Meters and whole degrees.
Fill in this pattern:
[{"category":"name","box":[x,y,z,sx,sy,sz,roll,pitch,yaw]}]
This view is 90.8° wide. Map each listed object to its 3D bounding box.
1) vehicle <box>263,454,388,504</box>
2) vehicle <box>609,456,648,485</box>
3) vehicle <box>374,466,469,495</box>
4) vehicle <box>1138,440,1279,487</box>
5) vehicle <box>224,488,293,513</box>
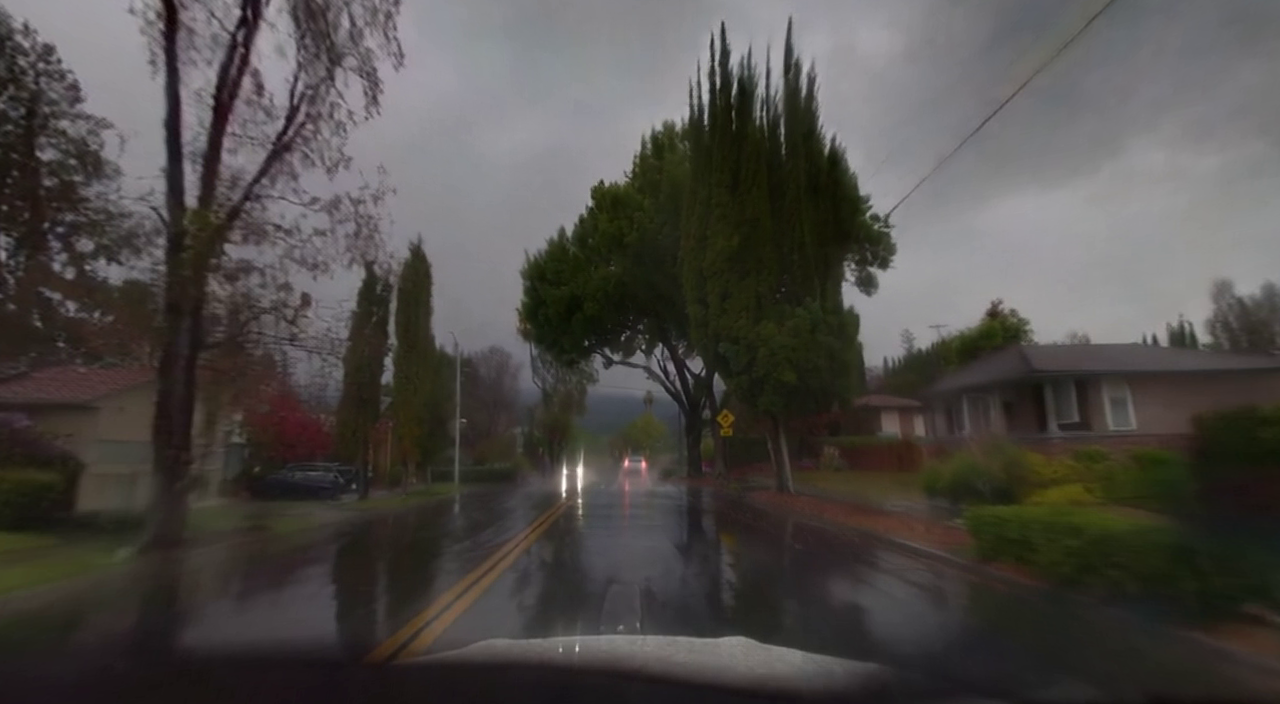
[{"category":"vehicle","box":[-17.153,6.890,34.628,5.586,2.532,2.444,-1,-9,8]},{"category":"vehicle","box":[-0.701,6.644,35.540,2.022,1.481,4.050,1,-9,-3]},{"category":"vehicle","box":[-12.513,7.368,36.302,4.676,1.484,2.068,-1,-9,12]},{"category":"vehicle","box":[23.586,4.551,26.000,4.330,1.767,1.946,-1,-9,15]},{"category":"vehicle","box":[-25.837,10.081,42.859,3.733,1.480,1.672,-2,-9,10]}]
